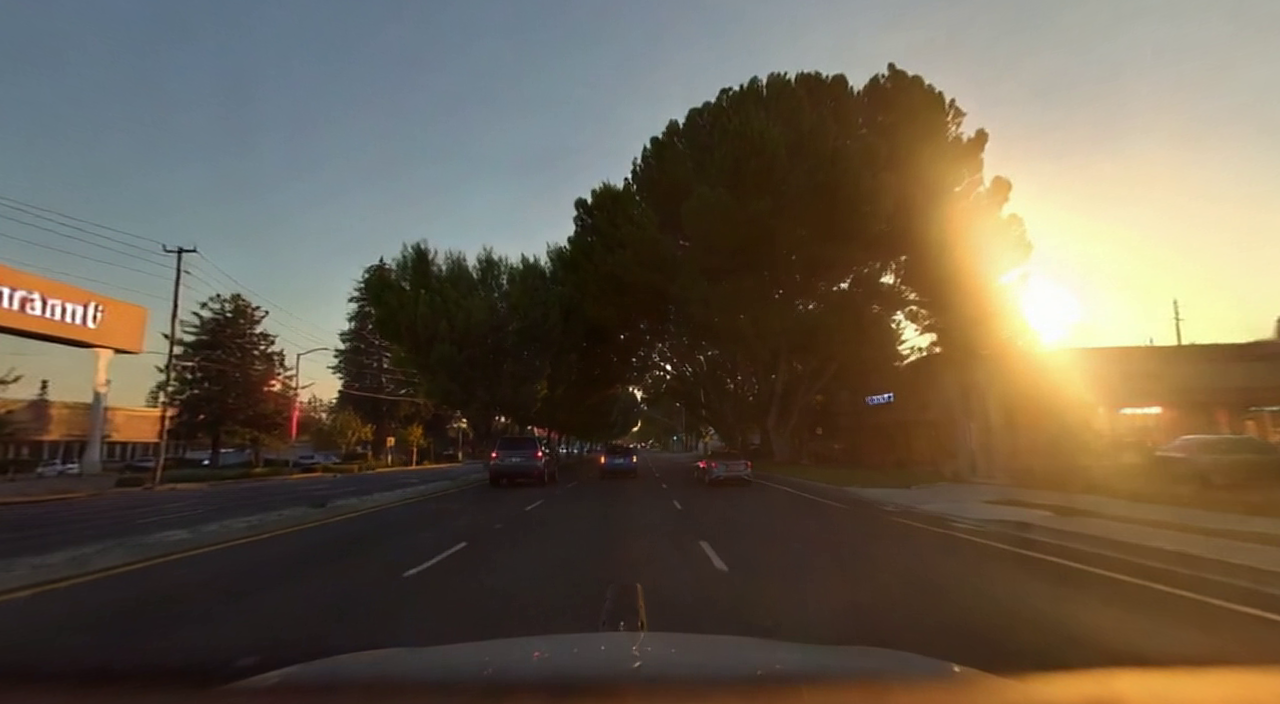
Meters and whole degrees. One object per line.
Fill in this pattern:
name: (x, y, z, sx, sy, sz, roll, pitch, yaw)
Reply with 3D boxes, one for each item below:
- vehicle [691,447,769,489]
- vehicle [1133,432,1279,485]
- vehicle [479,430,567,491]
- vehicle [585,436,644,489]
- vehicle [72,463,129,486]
vehicle: (3.384, 4.454, 24.616, 2.207, 1.447, 4.418, 0, -9, -2)
vehicle: (18.457, 3.339, 19.915, 4.107, 1.540, 1.994, 0, -9, -1)
vehicle: (-4.233, 4.035, 23.920, 2.252, 1.999, 5.605, 0, -9, 0)
vehicle: (-0.898, 4.205, 24.321, 2.061, 1.809, 4.141, 0, -9, 0)
vehicle: (-38.541, 8.734, 45.244, 1.871, 1.468, 4.670, 4, -10, -26)
